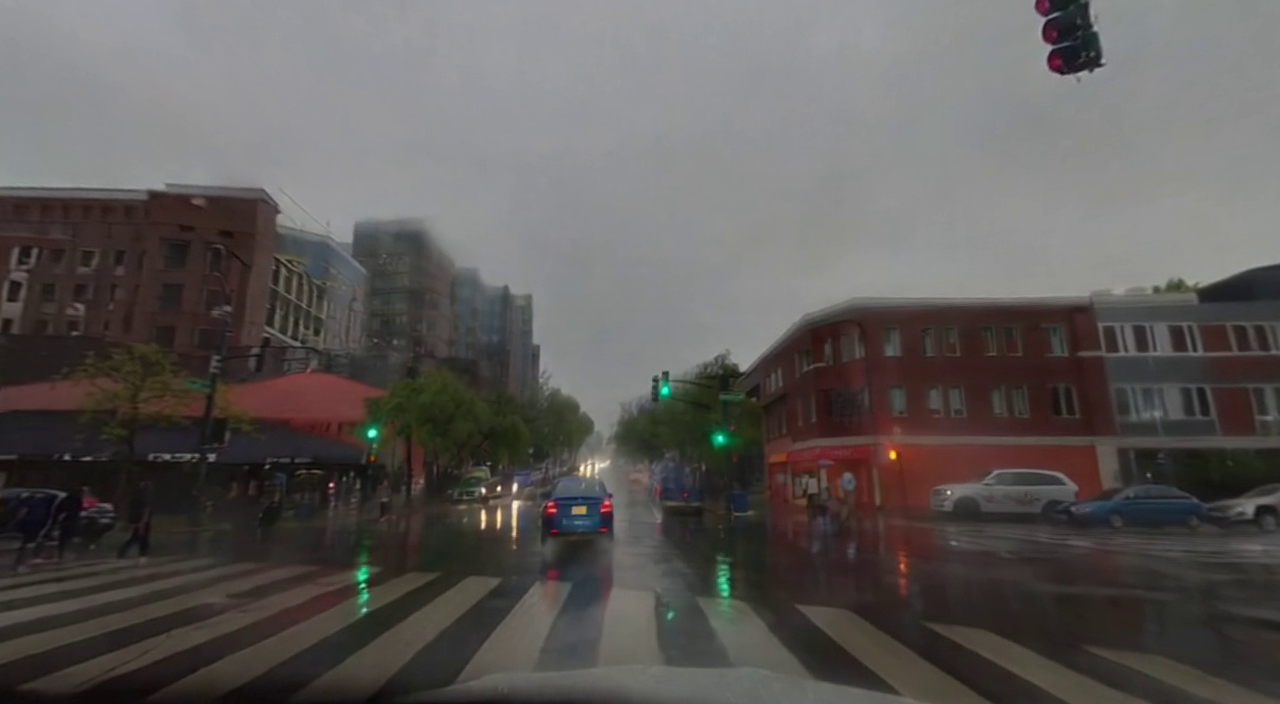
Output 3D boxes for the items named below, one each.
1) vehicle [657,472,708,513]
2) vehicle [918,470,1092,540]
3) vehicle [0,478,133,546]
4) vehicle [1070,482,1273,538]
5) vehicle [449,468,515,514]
[{"bbox_3d":[2.061,6.990,31.684,1.908,1.741,4.066,1,-8,-6],"label":"vehicle"},{"bbox_3d":[13.381,5.605,23.365,4.974,2.266,2.324,0,-8,-4],"label":"vehicle"},{"bbox_3d":[-20.743,5.445,21.681,4.750,2.083,2.002,0,-8,1],"label":"vehicle"},{"bbox_3d":[19.505,5.808,23.370,5.345,1.747,2.410,0,-8,-1],"label":"vehicle"},{"bbox_3d":[-7.766,6.856,31.482,2.226,1.896,4.438,0,-8,-1],"label":"vehicle"}]
